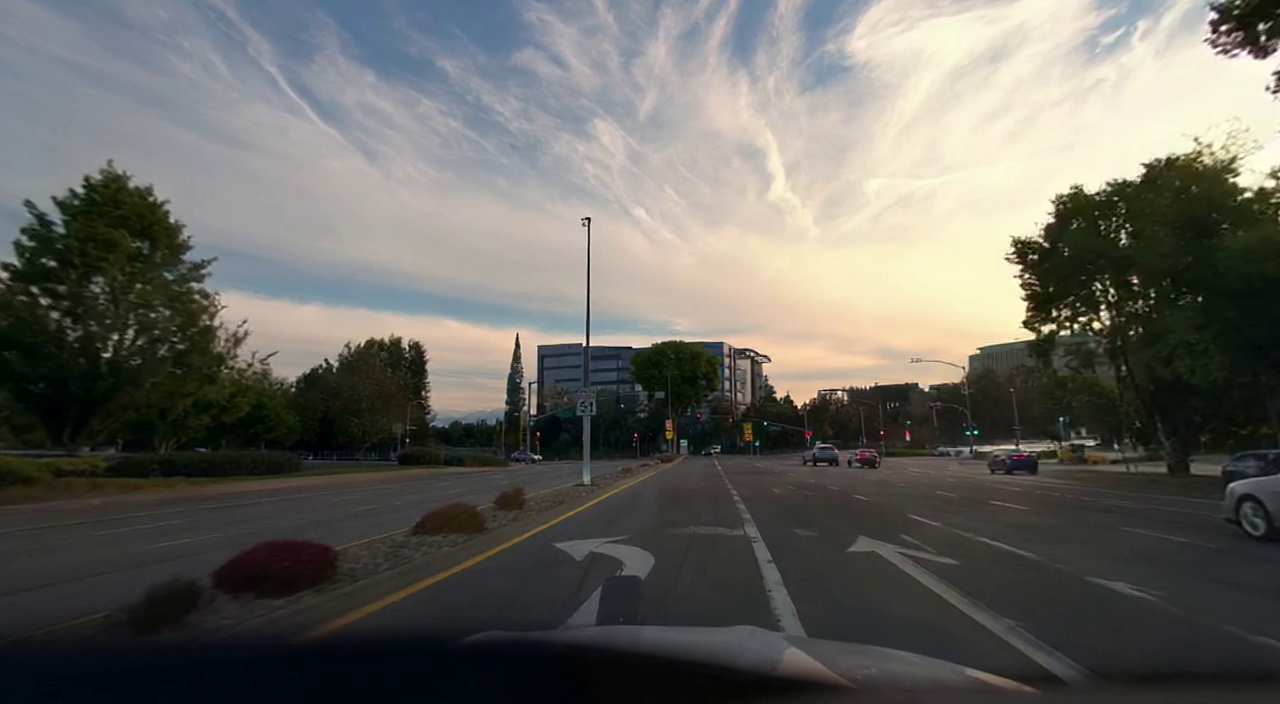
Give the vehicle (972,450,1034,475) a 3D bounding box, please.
[{"bbox_3d":[23.708,7.202,41.475,1.896,1.524,4.562,-1,-9,8],"label":"vehicle"}]
